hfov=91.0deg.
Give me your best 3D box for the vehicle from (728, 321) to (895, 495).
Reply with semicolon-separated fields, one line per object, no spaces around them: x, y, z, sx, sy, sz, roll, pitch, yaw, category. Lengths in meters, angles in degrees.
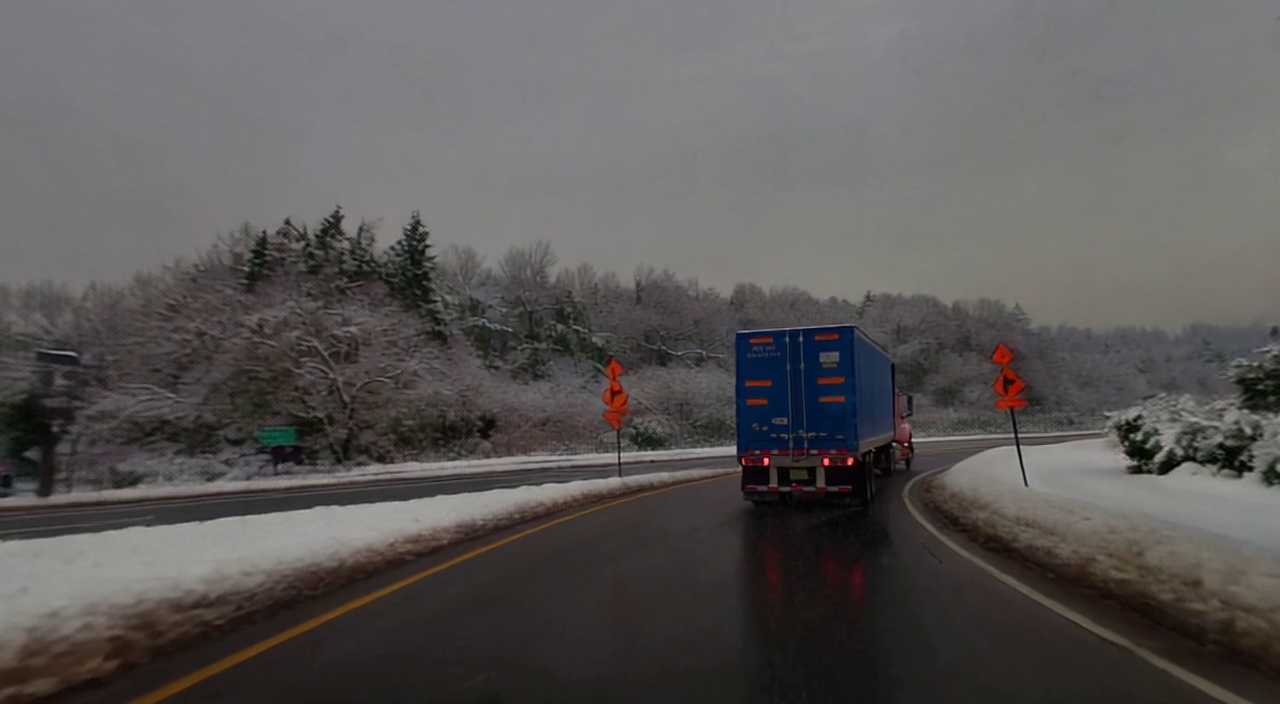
5.357;1.786;18.045;2.937;3.647;9.344;-4;-9;24;vehicle
